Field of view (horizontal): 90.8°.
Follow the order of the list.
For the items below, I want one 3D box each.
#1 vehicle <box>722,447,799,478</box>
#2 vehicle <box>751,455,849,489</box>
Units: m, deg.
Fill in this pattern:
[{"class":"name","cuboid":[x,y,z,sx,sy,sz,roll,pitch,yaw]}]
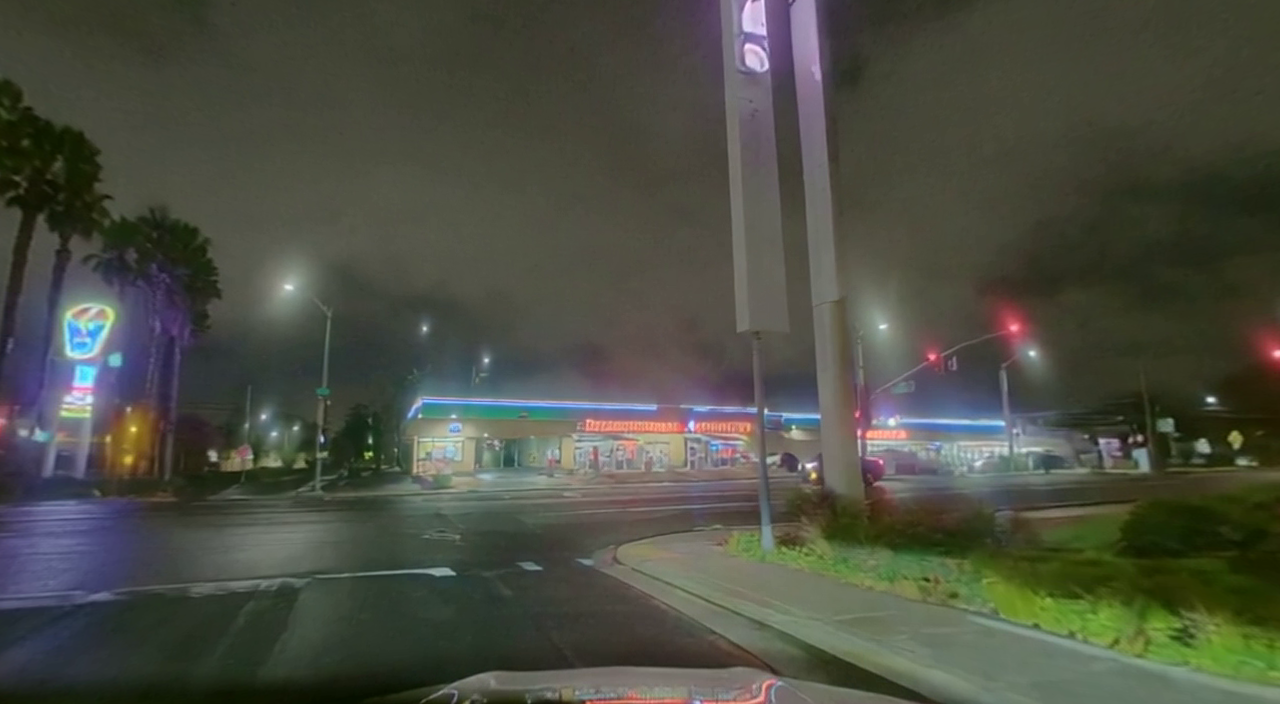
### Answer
[{"class":"vehicle","cuboid":[8.405,7.641,43.957,4.880,1.754,2.202,2,-4,-25]},{"class":"vehicle","cuboid":[8.078,6.062,31.897,4.570,1.480,1.873,6,-10,-20]}]
